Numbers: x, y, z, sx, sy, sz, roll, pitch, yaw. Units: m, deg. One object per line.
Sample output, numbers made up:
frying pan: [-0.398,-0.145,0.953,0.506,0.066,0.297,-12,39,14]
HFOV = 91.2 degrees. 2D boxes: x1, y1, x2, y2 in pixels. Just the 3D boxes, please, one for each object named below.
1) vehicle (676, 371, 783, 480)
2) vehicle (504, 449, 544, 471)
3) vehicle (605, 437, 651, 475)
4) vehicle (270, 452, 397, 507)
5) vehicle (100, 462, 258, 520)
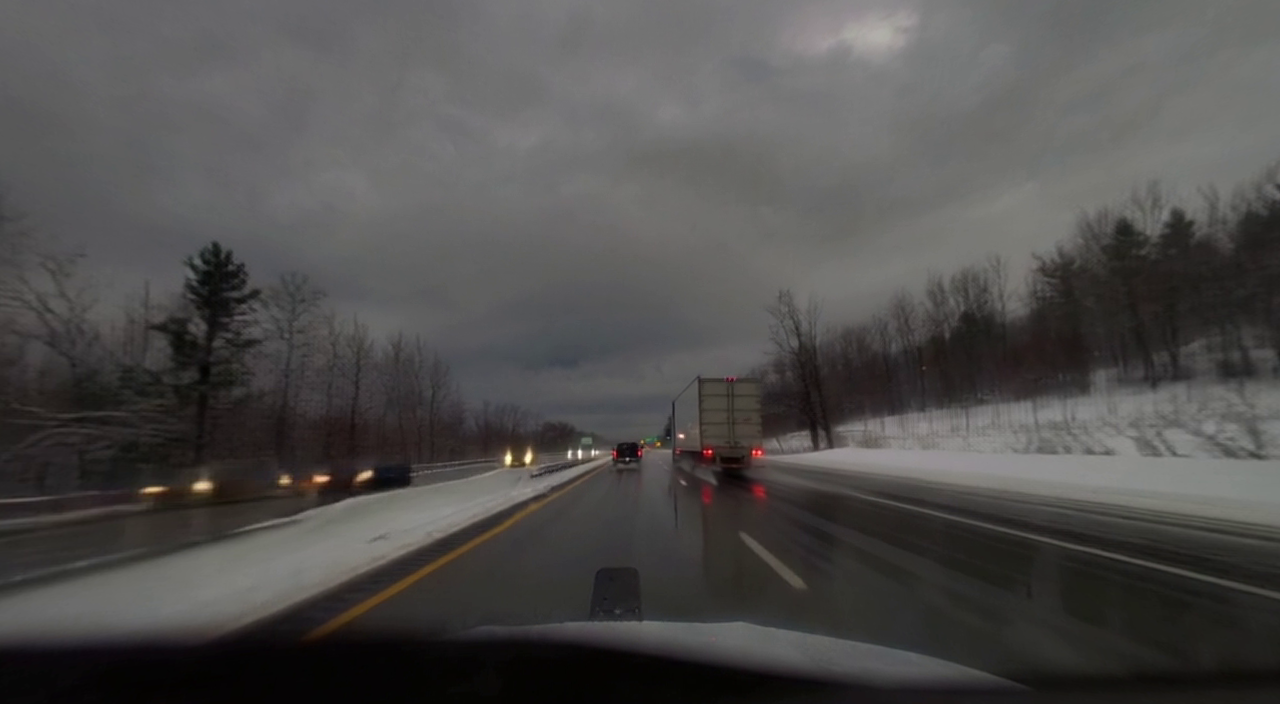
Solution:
vehicle: [3.744,3.774,30.453,3.068,4.042,13.787,0,-9,0]
vehicle: [-8.314,7.766,45.300,2.049,1.525,4.396,-1,-9,1]
vehicle: [-0.554,5.167,31.283,2.151,1.693,4.201,-1,-9,0]
vehicle: [-9.809,4.075,20.523,1.897,1.536,4.395,-1,-9,0]
vehicle: [-13.985,4.206,19.363,1.845,1.470,3.987,-1,-9,0]
